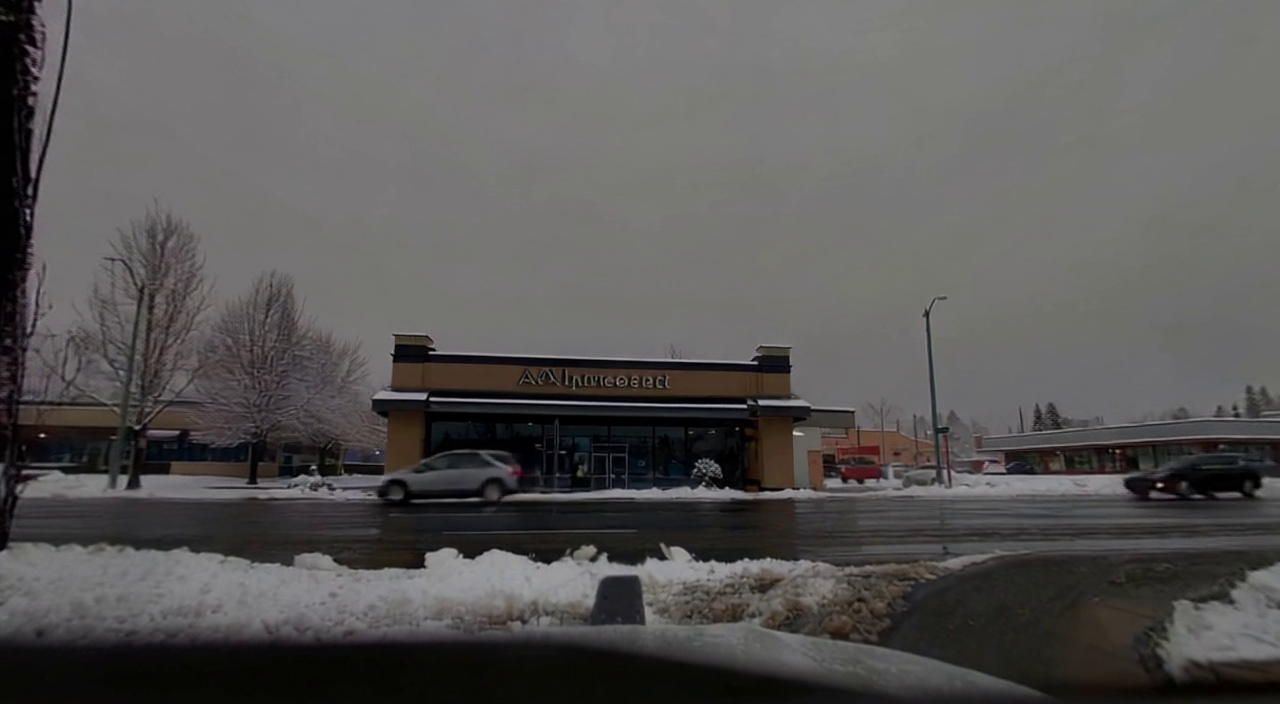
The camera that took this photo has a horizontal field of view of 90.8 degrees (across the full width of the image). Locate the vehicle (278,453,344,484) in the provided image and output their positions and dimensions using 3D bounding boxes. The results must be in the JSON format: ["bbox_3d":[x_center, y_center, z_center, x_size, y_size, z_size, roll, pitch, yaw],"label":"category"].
[{"bbox_3d":[-20.034,7.021,38.399,4.596,1.680,1.936,-7,-11,41],"label":"vehicle"}]

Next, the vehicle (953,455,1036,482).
[{"bbox_3d":[25.726,8.402,45.931,4.838,1.799,1.914,-7,-11,39],"label":"vehicle"}]

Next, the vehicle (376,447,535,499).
[{"bbox_3d":[-6.223,4.147,21.886,4.889,1.659,2.059,1,-9,-4],"label":"vehicle"}]

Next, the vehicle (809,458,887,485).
[{"bbox_3d":[12.959,7.430,39.563,1.791,1.453,4.593,5,-10,-29],"label":"vehicle"}]

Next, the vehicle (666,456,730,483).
[{"bbox_3d":[3.561,7.331,39.738,1.812,1.468,4.519,5,-10,-28],"label":"vehicle"}]

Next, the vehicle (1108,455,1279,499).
[{"bbox_3d":[19.892,4.466,22.806,4.661,1.478,1.878,1,-9,-6],"label":"vehicle"}]
